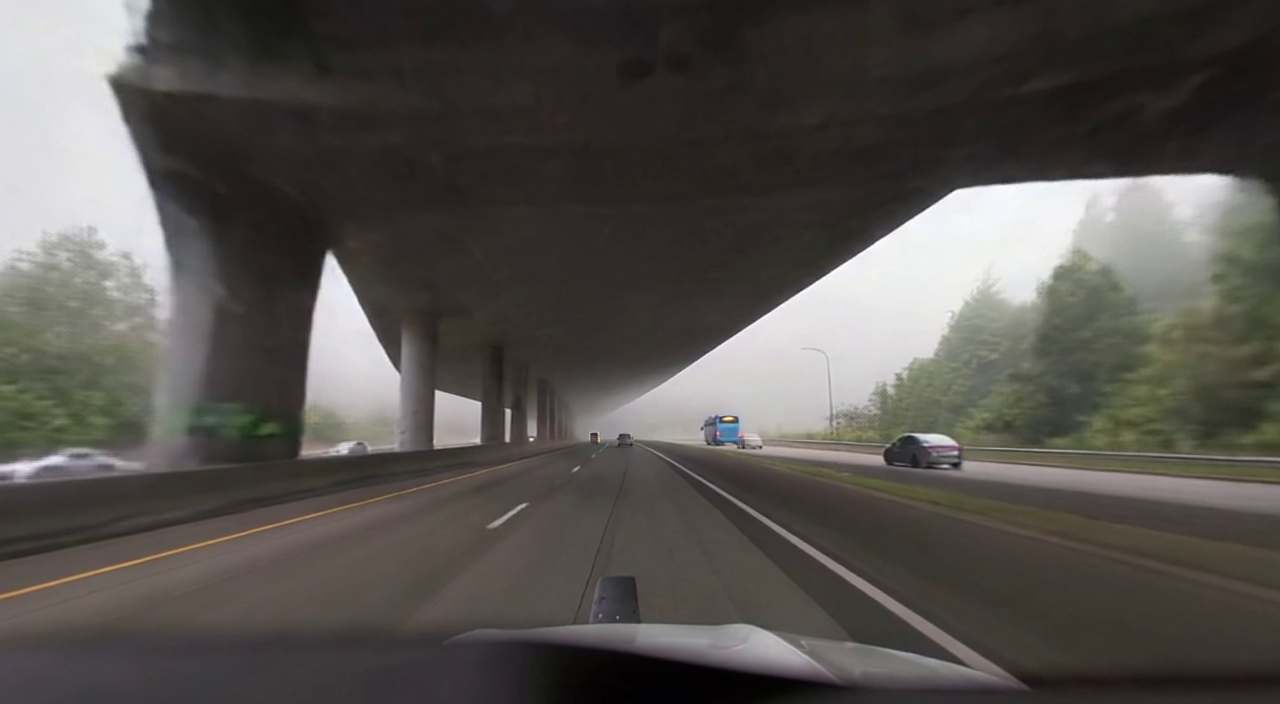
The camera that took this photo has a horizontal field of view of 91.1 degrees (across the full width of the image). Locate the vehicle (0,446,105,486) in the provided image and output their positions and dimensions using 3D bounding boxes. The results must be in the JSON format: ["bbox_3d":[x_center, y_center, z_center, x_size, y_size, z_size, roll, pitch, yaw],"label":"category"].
[{"bbox_3d":[-24.966,4.735,26.370,1.749,1.450,3.862,0,-8,-3],"label":"vehicle"}]

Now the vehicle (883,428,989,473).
[{"bbox_3d":[10.464,3.481,22.567,1.880,1.460,3.770,0,-8,-2],"label":"vehicle"}]
